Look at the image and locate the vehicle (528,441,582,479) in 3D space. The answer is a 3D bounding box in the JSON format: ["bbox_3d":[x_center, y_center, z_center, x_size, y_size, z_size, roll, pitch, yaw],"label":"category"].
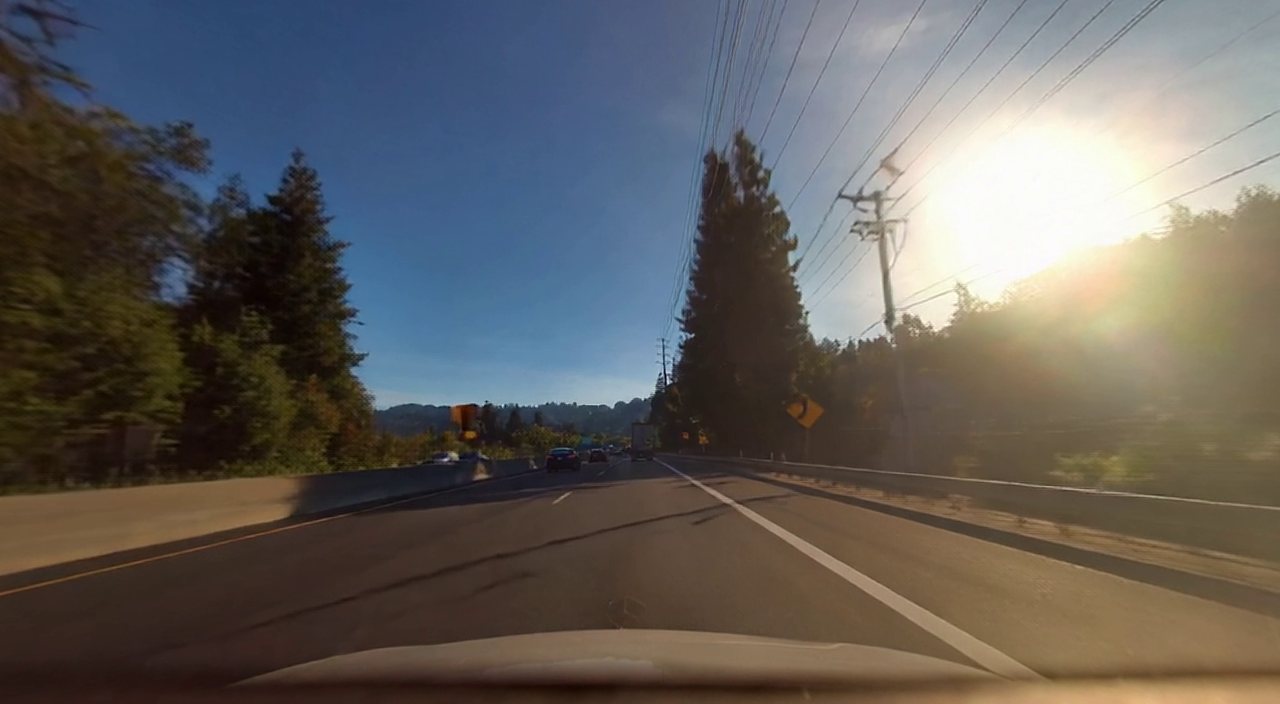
[{"bbox_3d":[-4.131,5.301,31.251,2.111,1.735,4.066,0,-9,0],"label":"vehicle"}]

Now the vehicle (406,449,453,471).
[{"bbox_3d":[-16.042,8.256,48.348,1.956,1.544,4.599,0,-9,1],"label":"vehicle"}]
